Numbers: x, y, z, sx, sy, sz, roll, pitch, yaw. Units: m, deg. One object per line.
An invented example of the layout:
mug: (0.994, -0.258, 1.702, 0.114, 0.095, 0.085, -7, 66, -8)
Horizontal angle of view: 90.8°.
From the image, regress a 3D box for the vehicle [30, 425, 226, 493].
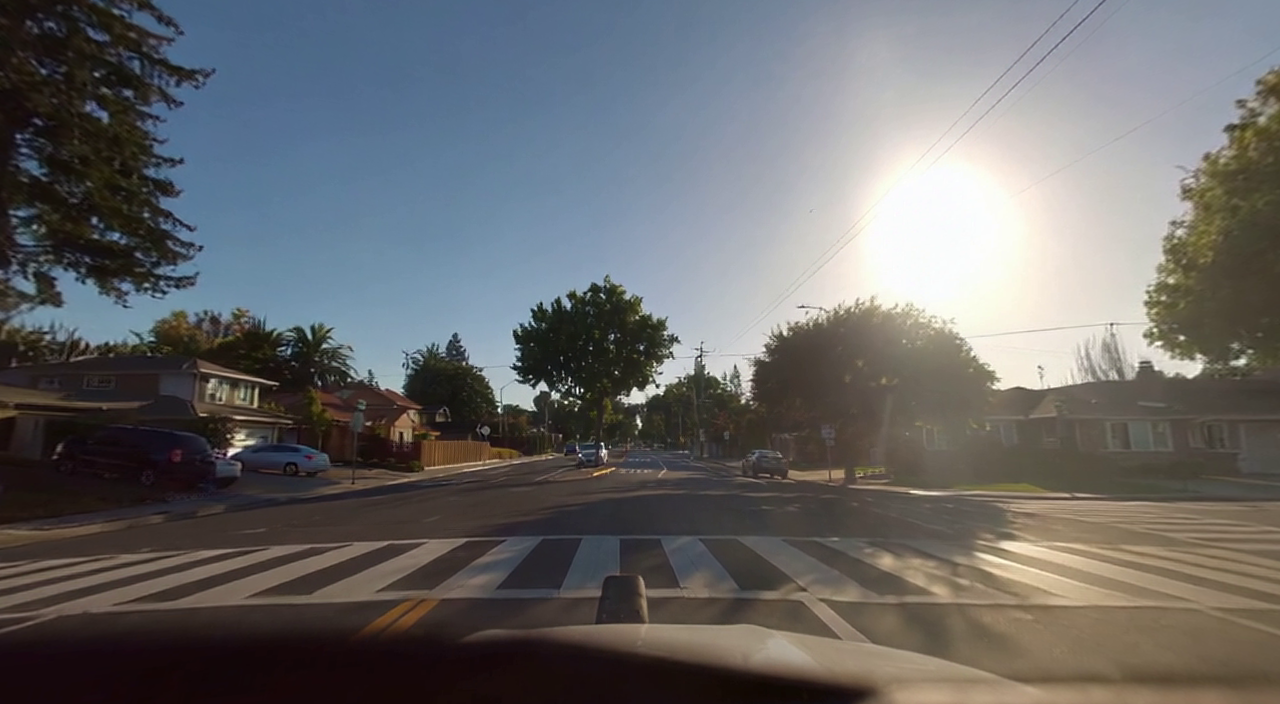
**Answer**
vehicle: (-17.915, 3.749, 22.337, 4.800, 2.259, 2.303, 0, -9, -1)

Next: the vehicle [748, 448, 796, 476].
vehicle: (7.993, 6.703, 38.693, 2.029, 1.554, 4.705, 0, -9, 1)

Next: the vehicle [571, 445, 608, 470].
vehicle: (-3.130, 6.661, 40.054, 2.014, 1.499, 3.999, 0, -9, 0)

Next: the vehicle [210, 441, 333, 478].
vehicle: (-17.961, 5.251, 30.959, 4.743, 1.734, 1.994, 0, -9, -1)
